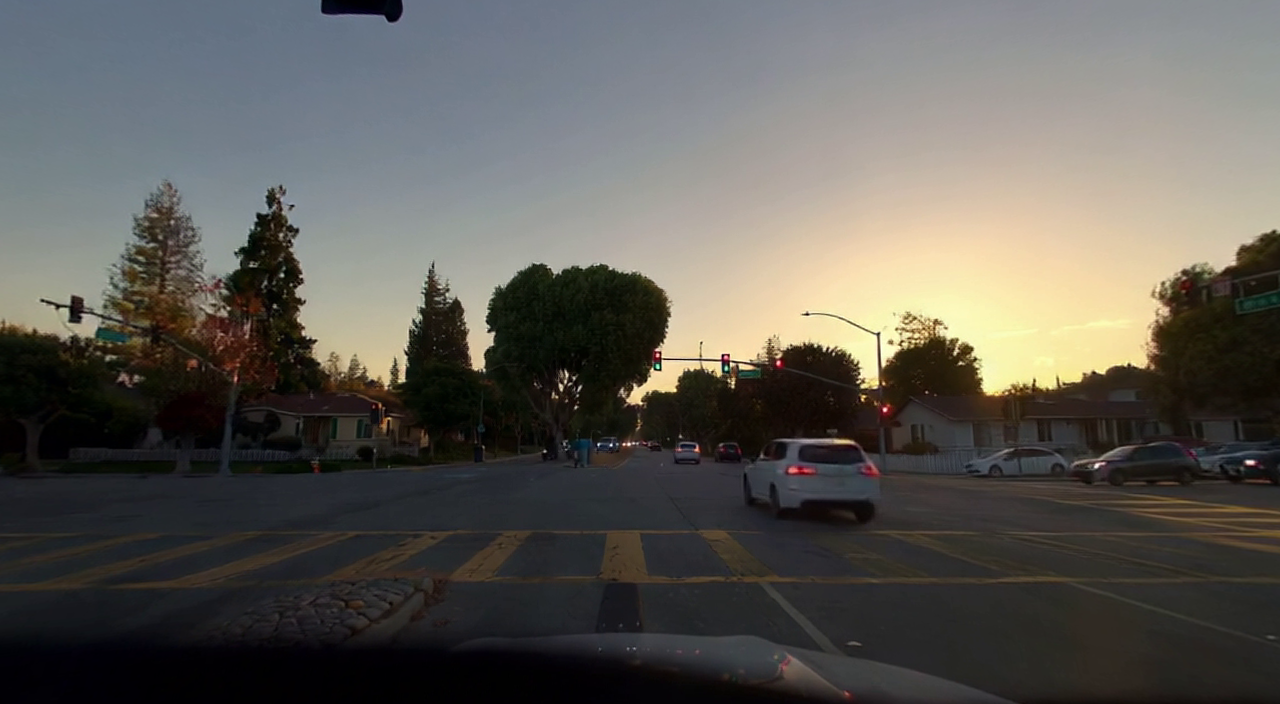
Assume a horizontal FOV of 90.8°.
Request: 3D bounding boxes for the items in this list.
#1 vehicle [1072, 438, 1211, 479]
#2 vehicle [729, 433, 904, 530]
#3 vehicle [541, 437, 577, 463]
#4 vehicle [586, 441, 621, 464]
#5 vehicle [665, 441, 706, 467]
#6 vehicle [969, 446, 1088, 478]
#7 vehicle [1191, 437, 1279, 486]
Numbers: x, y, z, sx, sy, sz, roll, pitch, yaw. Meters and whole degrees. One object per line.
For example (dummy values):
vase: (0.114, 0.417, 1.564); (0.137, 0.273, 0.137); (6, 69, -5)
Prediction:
vehicle: (23.502, 4.989, 29.745); (4.807, 1.835, 2.033); (0, -9, -1)
vehicle: (3.019, 2.314, 11.925); (1.947, 1.467, 4.455); (0, -9, -1)
vehicle: (-5.566, 6.822, 43.886); (2.025, 1.704, 4.104); (0, -9, 0)
vehicle: (-2.393, 6.714, 42.286); (2.045, 1.484, 3.991); (0, -9, 0)
vehicle: (2.767, 6.321, 39.432); (2.142, 1.506, 4.948); (0, -9, -1)
vehicle: (19.738, 5.606, 32.240); (4.874, 1.544, 1.779); (0, -9, 1)
vehicle: (23.633, 4.041, 23.465); (4.417, 1.725, 1.969); (0, -9, -1)
